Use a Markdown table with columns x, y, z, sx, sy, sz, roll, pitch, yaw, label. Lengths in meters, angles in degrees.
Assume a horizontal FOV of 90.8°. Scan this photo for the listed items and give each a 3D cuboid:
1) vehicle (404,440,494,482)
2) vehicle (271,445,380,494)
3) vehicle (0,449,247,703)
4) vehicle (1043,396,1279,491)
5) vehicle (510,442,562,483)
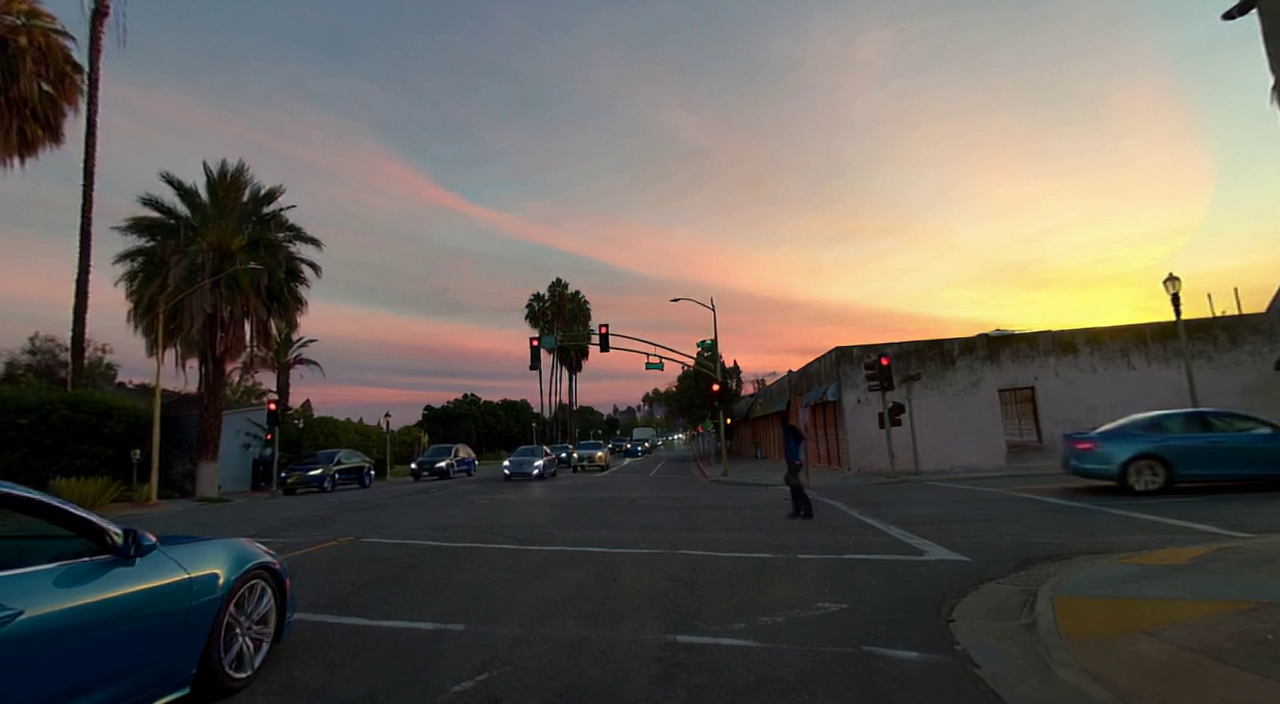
| x | y | z | sx | sy | sz | roll | pitch | yaw | label |
| --- | --- | --- | --- | --- | --- | --- | --- | --- | --- |
| -8.996 | 5.291 | 30.376 | 2.050 | 1.792 | 5.507 | -1 | -11 | 7 | vehicle |
| -13.002 | 4.876 | 26.477 | 1.870 | 1.705 | 4.426 | -6 | -10 | 8 | vehicle |
| -3.701 | 1.023 | 2.249 | 1.850 | 1.325 | 4.295 | 0 | -9 | 0 | vehicle |
| 11.239 | 1.842 | 12.718 | 4.775 | 1.709 | 2.092 | -3 | -9 | 18 | vehicle |
| -4.204 | 4.325 | 25.099 | 1.839 | 1.468 | 4.549 | 2 | -9 | -11 | vehicle |
